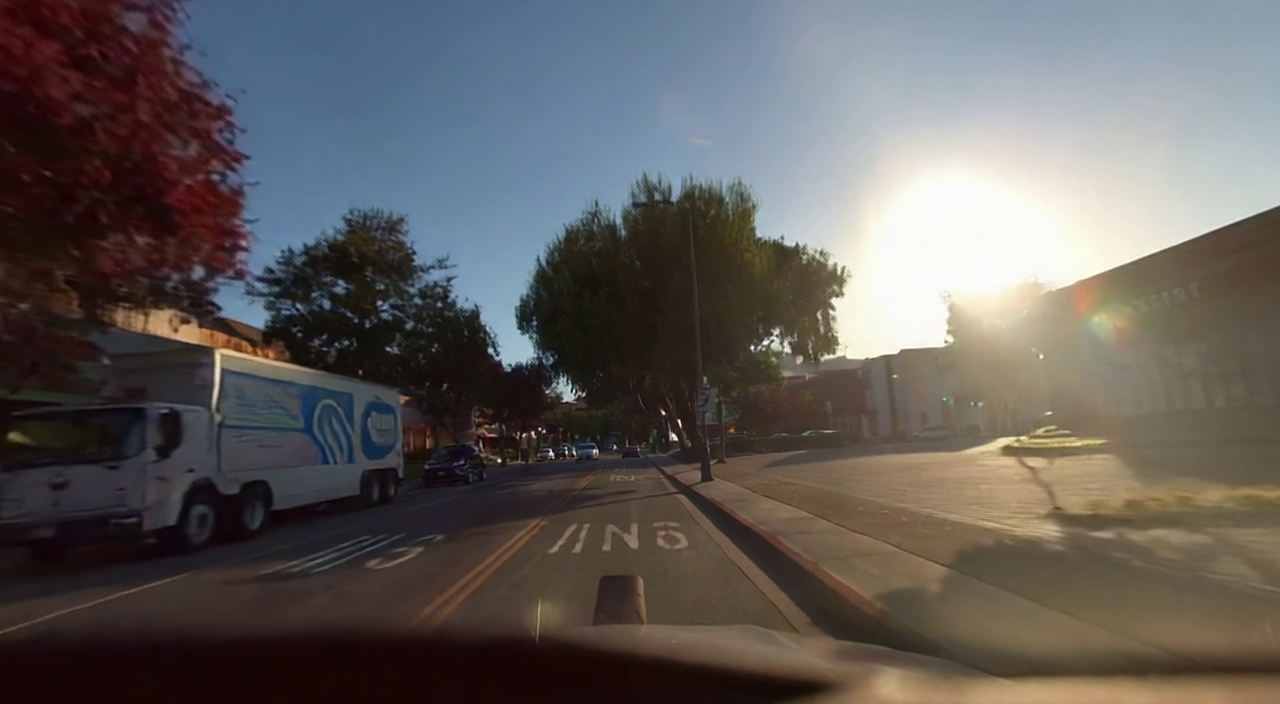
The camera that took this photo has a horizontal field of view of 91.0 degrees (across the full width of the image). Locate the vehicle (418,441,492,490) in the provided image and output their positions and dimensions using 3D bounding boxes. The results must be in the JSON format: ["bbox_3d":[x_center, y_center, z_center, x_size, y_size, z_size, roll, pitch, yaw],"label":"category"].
[{"bbox_3d":[-7.878,4.831,27.204,1.950,1.743,4.312,-2,-7,-1],"label":"vehicle"}]

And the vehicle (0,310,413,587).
[{"bbox_3d":[-9.049,2.036,14.794,2.986,3.768,11.697,-6,-6,-1],"label":"vehicle"}]
